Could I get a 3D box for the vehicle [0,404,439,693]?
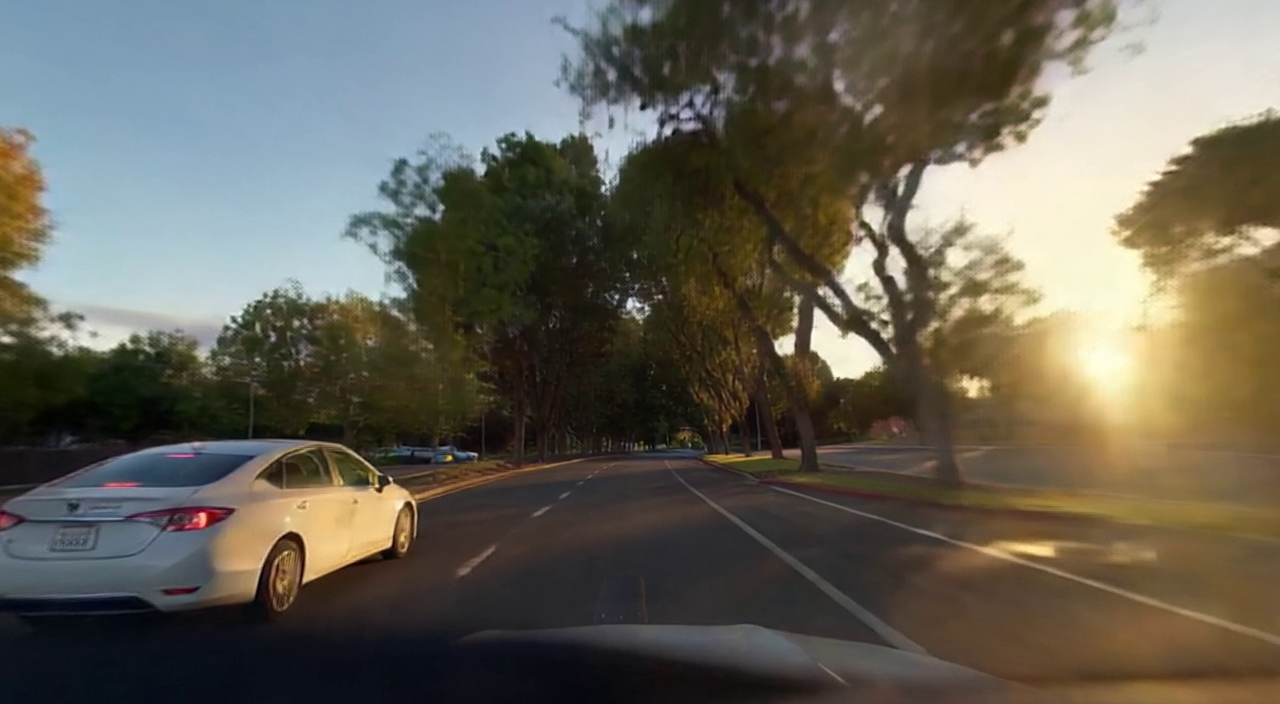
[{"bbox_3d":[-3.463,1.361,5.574,1.915,1.521,4.283,0,-8,1],"label":"vehicle"}]
